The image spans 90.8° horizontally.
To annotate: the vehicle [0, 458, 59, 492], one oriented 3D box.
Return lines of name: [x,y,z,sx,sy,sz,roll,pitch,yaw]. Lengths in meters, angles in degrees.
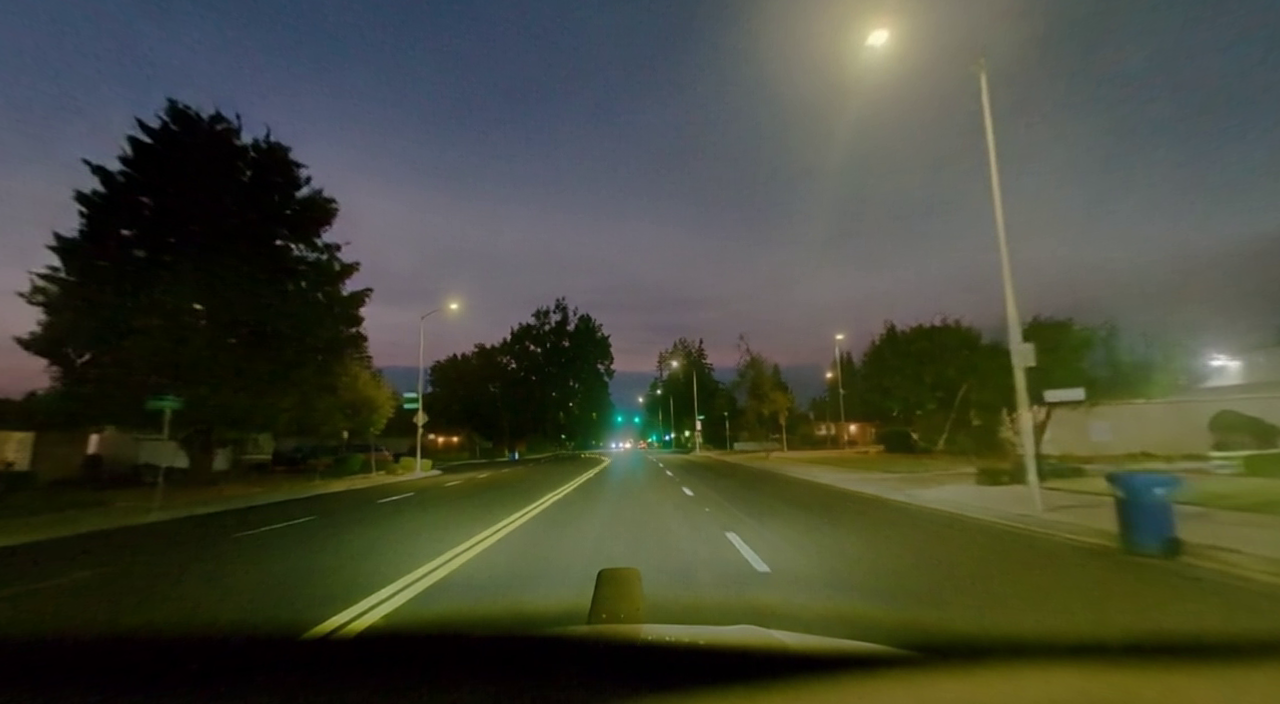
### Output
vehicle: [-28.002,5.477,28.276,3.738,1.379,1.627,-5,-10,28]

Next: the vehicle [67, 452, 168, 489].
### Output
vehicle: [-23.649,5.302,28.554,4.791,1.421,1.985,-4,-9,32]
